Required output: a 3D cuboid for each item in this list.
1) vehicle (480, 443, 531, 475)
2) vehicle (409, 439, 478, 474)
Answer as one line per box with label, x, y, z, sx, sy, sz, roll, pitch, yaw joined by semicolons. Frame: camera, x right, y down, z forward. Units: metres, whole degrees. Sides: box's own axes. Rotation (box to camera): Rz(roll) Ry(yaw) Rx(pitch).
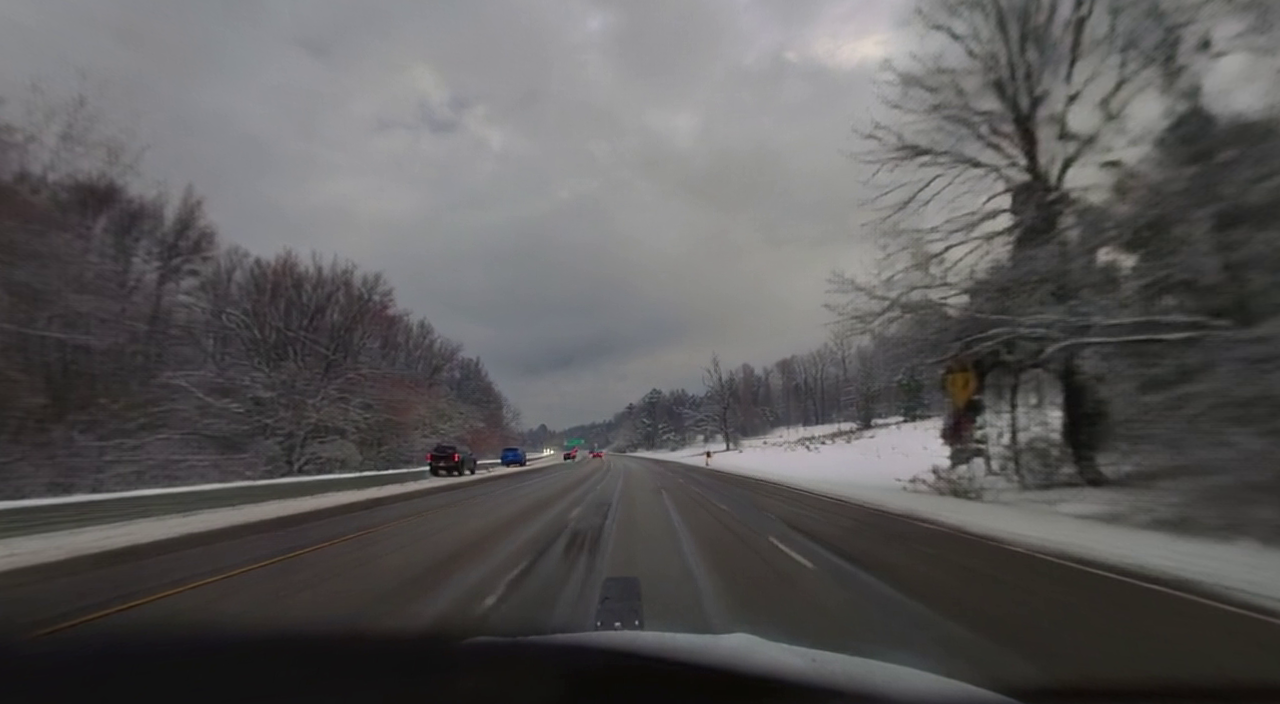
vehicle;-7.619;6.078;36.032;2.060;1.680;4.255;0;-9;-1
vehicle;-11.665;6.247;37.888;2.425;1.926;5.584;0;-9;-1
